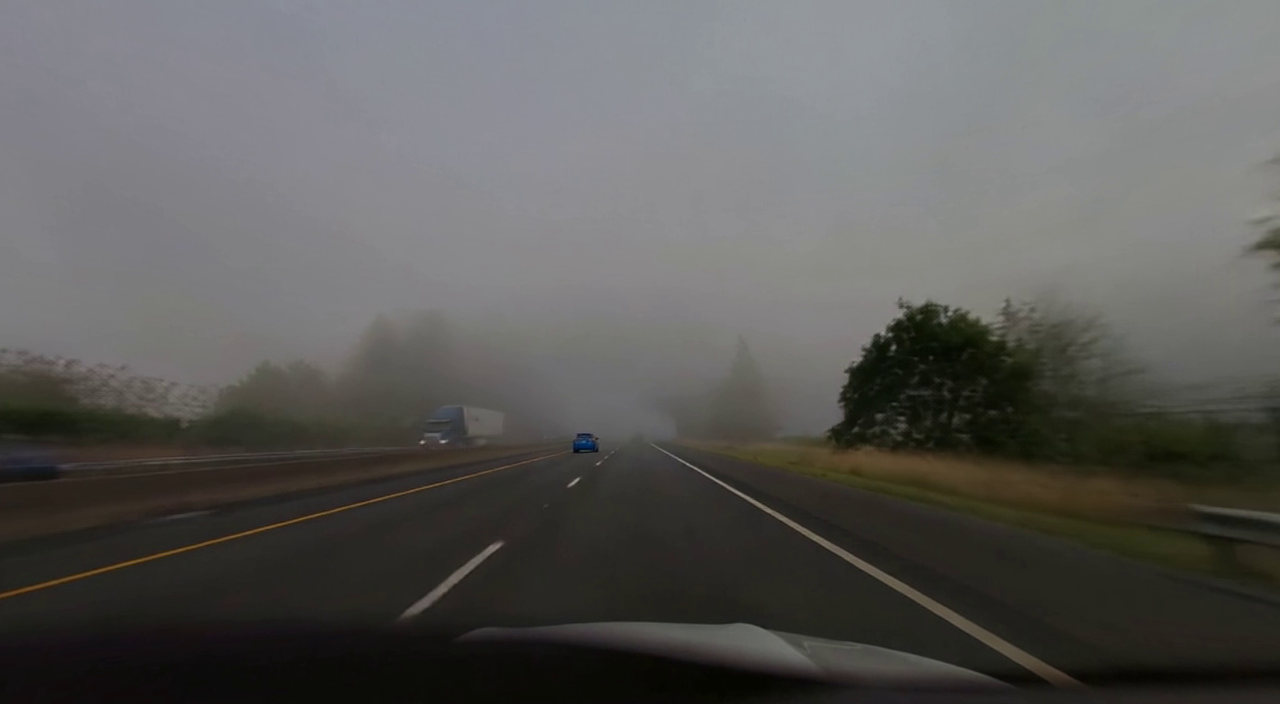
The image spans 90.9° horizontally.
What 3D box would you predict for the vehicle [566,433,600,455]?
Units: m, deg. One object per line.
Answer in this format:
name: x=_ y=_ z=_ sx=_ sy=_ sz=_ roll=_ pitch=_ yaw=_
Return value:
vehicle: x=-3.856 y=6.308 z=43.293 sx=2.085 sy=1.479 sz=3.846 roll=0 pitch=-8 yaw=-1
